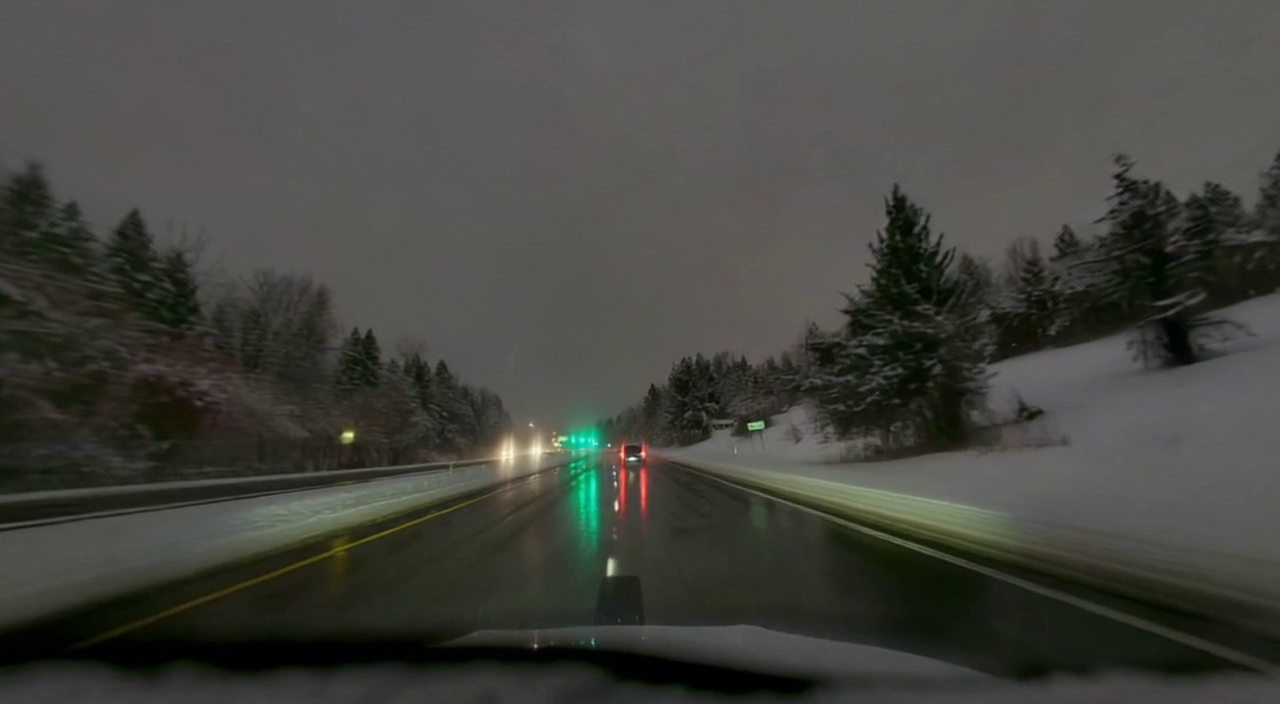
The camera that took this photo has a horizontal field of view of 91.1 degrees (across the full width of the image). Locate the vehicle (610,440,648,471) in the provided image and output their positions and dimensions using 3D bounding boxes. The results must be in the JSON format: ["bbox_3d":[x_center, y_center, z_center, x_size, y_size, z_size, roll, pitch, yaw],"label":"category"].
[{"bbox_3d":[-0.618,6.137,37.488,2.120,1.715,4.153,0,-9,0],"label":"vehicle"}]
